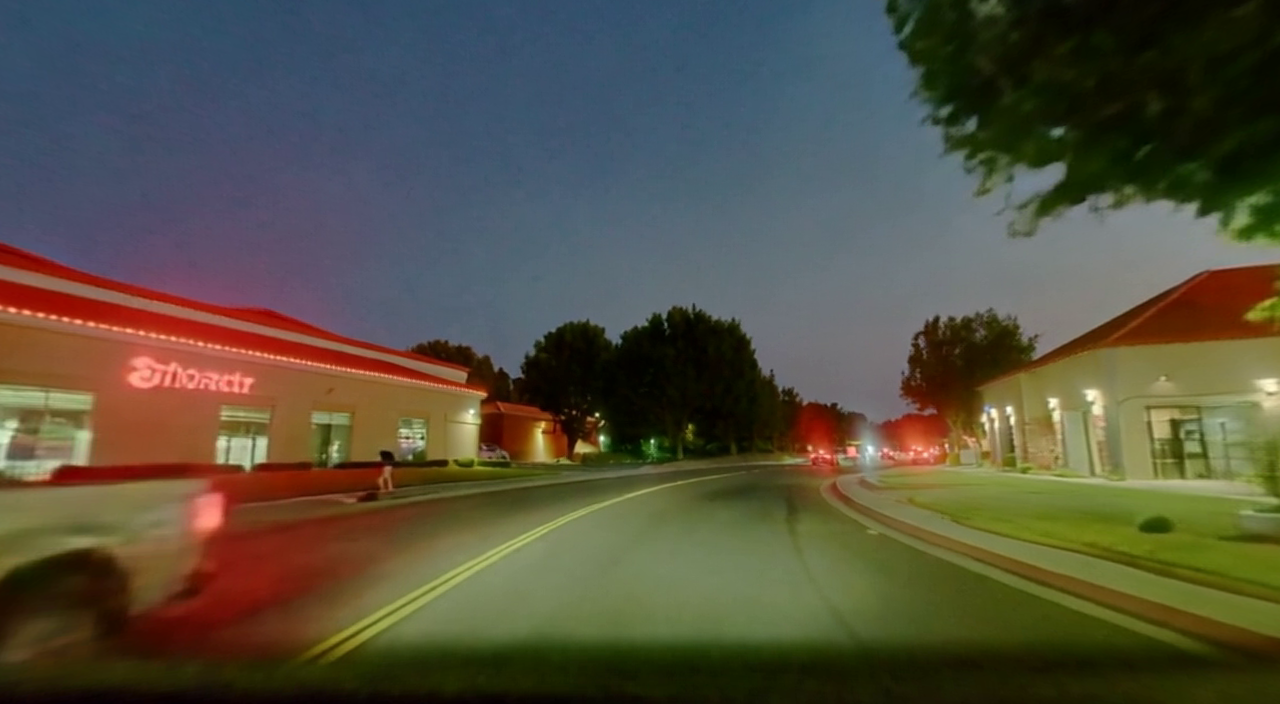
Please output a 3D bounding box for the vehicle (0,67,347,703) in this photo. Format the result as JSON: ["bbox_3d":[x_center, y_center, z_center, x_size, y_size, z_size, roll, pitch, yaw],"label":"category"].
[{"bbox_3d":[-3.775,0.218,1.704,2.489,2.884,6.940,-1,-9,1],"label":"vehicle"}]
